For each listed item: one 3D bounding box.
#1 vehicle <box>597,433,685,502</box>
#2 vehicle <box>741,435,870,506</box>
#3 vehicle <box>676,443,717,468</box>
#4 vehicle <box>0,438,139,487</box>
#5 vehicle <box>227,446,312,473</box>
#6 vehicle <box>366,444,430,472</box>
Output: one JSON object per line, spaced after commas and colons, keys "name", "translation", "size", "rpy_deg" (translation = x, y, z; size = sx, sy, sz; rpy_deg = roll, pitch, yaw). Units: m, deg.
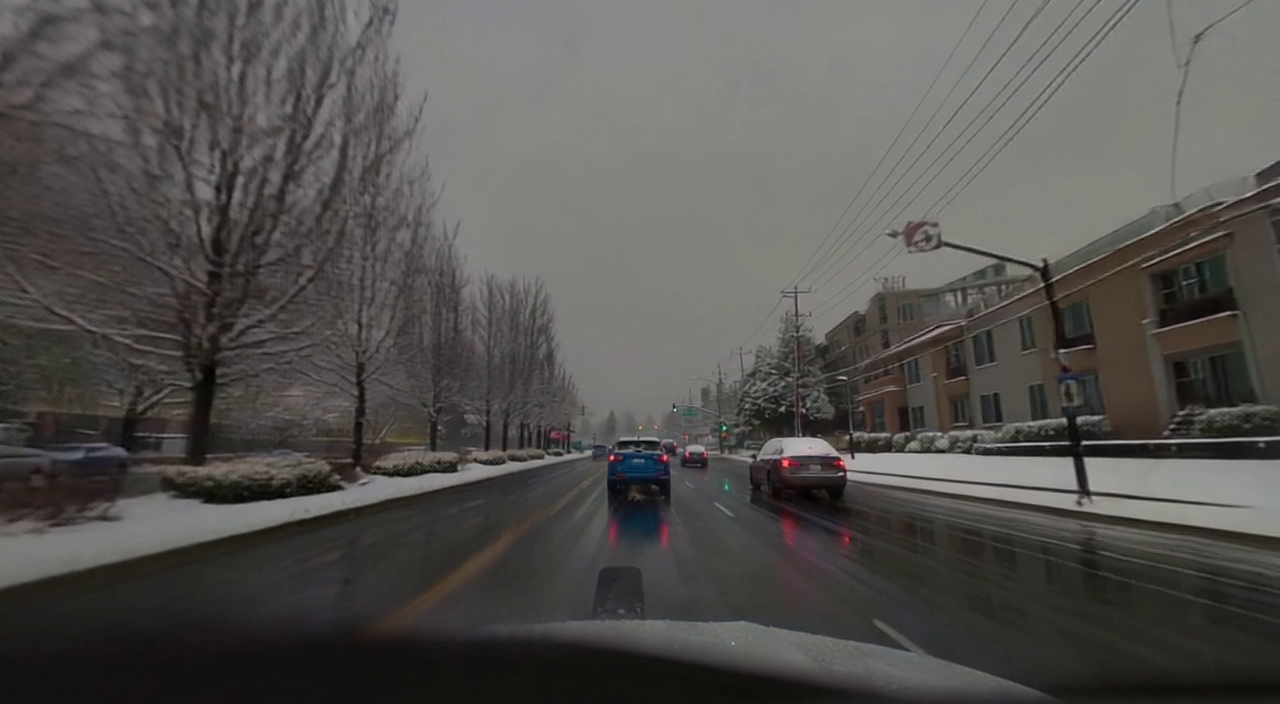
{"name": "vehicle", "translation": [-0.013, 3.045, 17.056], "size": [2.073, 1.606, 3.933], "rpy_deg": [0, -9, -1]}
{"name": "vehicle", "translation": [4.028, 2.961, 16.255], "size": [2.086, 1.534, 4.351], "rpy_deg": [0, -9, -1]}
{"name": "vehicle", "translation": [3.430, 6.425, 39.318], "size": [2.054, 1.461, 4.321], "rpy_deg": [0, -9, -2]}
{"name": "vehicle", "translation": [-22.323, 4.249, 24.528], "size": [1.982, 1.699, 4.421], "rpy_deg": [0, -9, 1]}
{"name": "vehicle", "translation": [-21.391, 6.207, 36.745], "size": [2.026, 1.496, 4.680], "rpy_deg": [0, -9, 2]}
{"name": "vehicle", "translation": [-13.925, 6.122, 36.611], "size": [2.031, 1.490, 4.284], "rpy_deg": [0, -9, 0]}
